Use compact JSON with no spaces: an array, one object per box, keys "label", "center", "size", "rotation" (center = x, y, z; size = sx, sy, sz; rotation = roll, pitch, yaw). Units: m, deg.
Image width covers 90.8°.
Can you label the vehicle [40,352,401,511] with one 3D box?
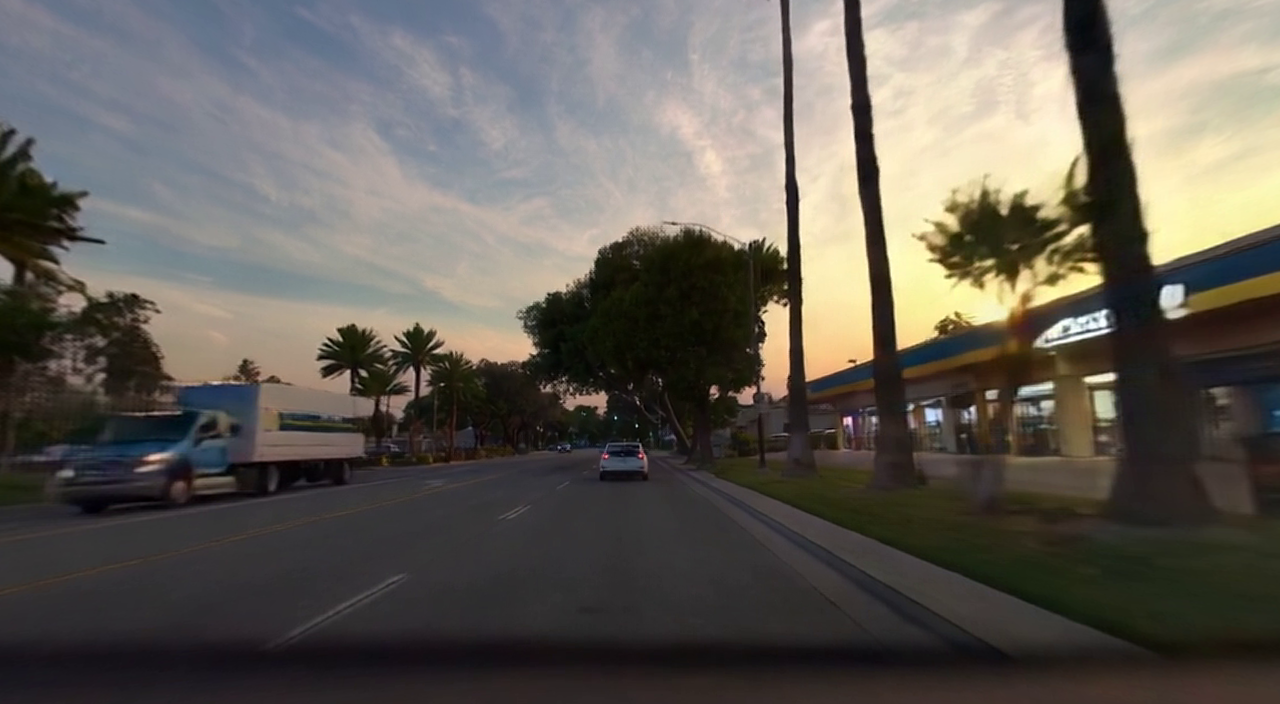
[{"label":"vehicle","center":[-11.643,2.673,20.331],"size":[3.022,3.532,12.586],"rotation":[0,-8,0]}]

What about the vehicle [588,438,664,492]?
[{"label":"vehicle","center":[-0.409,3.428,19.509],"size":[2.076,1.486,4.119],"rotation":[0,-8,-1]}]
